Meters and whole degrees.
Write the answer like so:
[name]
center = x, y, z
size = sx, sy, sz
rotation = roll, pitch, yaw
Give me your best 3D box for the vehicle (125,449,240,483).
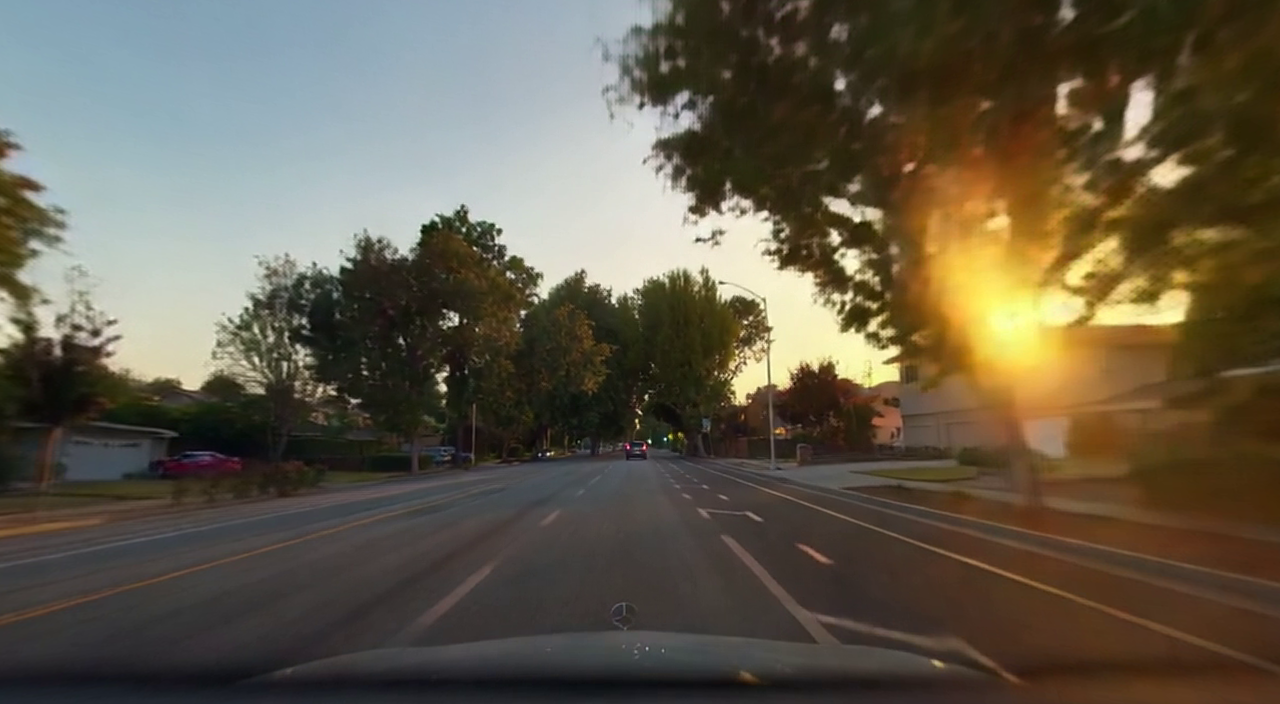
[vehicle]
center = -24.870, 6.194, 34.344
size = 4.605, 1.682, 2.105
rotation = -1, -8, 0
